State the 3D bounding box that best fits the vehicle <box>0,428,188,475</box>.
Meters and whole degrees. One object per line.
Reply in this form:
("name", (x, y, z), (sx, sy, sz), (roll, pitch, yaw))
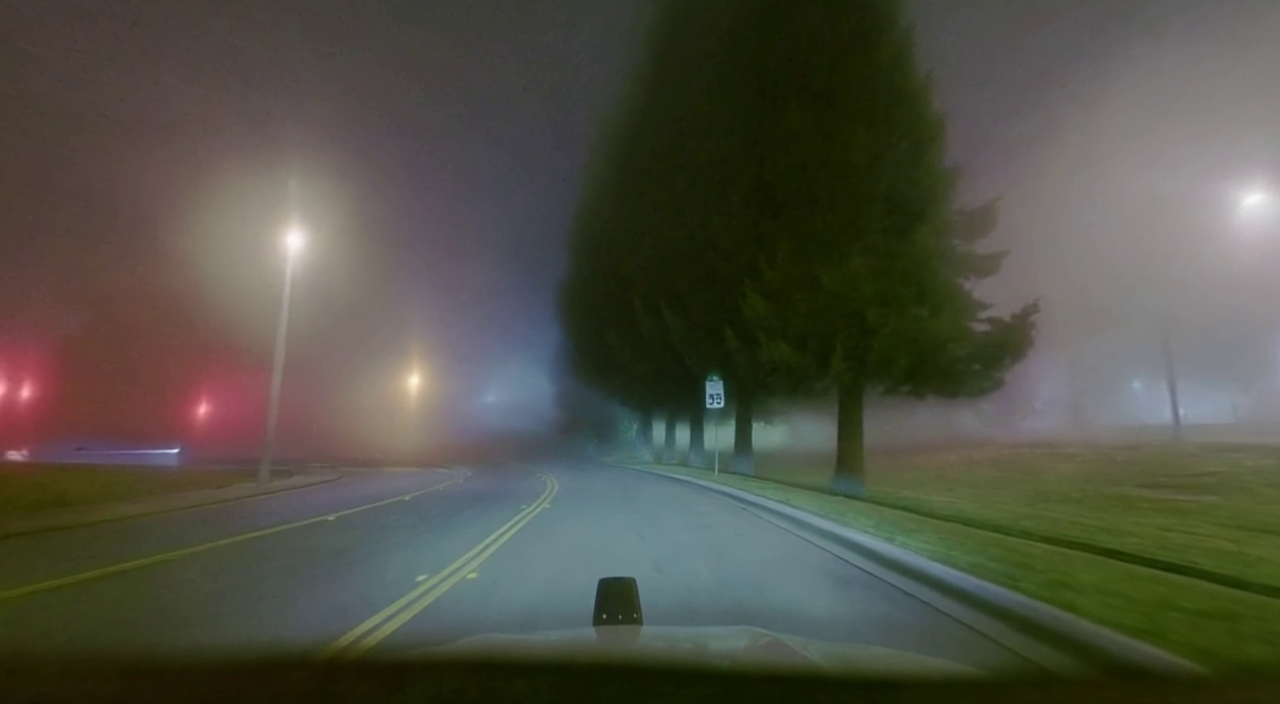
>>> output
("vehicle", (-21.889, 3.974, 25.314), (5.613, 1.775, 2.357), (0, -9, -5))
